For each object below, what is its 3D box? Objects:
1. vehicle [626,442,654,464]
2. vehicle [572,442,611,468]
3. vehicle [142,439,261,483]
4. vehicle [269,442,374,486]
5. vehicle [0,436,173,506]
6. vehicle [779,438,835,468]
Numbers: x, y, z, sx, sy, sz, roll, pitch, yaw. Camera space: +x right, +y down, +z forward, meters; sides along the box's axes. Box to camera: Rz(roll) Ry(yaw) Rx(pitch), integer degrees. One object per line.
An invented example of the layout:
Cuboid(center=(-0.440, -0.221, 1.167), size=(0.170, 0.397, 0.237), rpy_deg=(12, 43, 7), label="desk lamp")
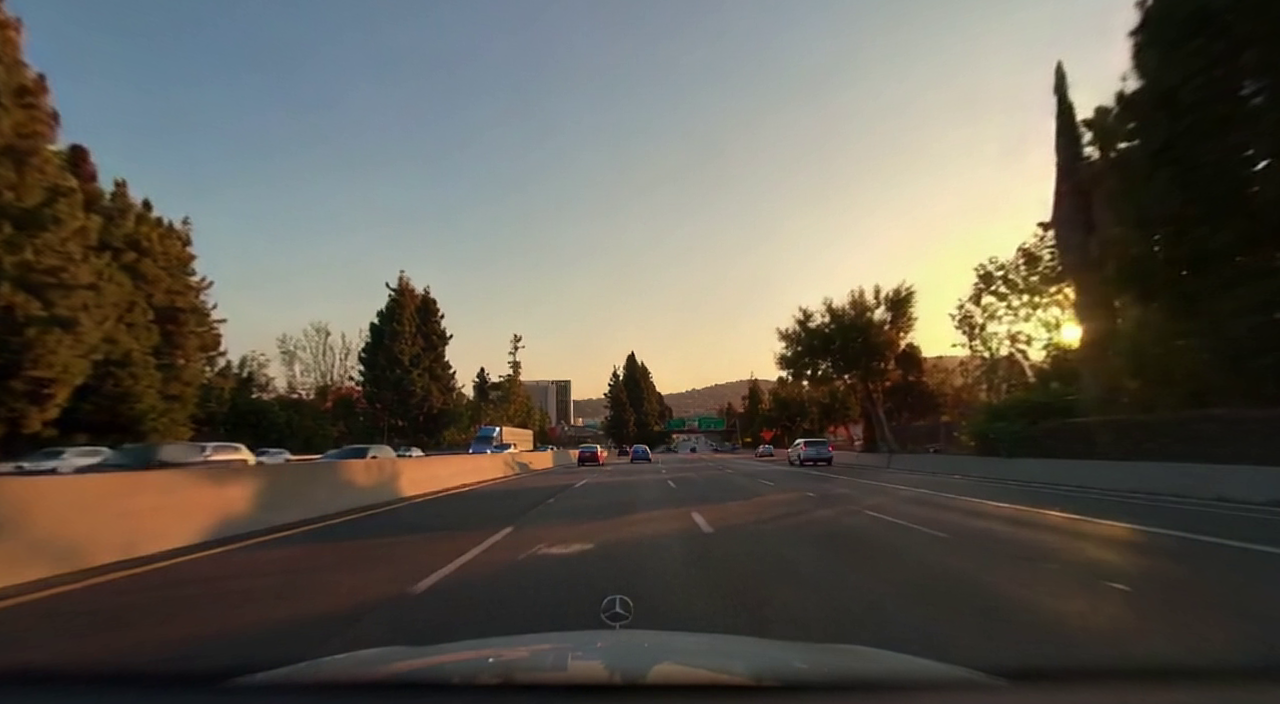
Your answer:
Cuboid(center=(0.009, 7.417, 46.435), size=(1.977, 1.513, 3.546), rpy_deg=(-1, -8, 1), label="vehicle")
Cuboid(center=(-3.150, 6.789, 41.806), size=(2.154, 1.530, 4.519), rpy_deg=(-1, -8, 1), label="vehicle")
Cuboid(center=(-19.330, 4.793, 28.141), size=(1.981, 1.760, 4.557), rpy_deg=(-1, -8, 0), label="vehicle")
Cuboid(center=(-12.804, 4.504, 25.794), size=(2.000, 1.600, 4.430), rpy_deg=(-1, -8, 0), label="vehicle")
Cuboid(center=(-15.996, 3.272, 17.831), size=(2.053, 1.706, 4.602), rpy_deg=(-1, -8, 0), label="vehicle")
Cuboid(center=(10.142, 6.143, 38.685), size=(2.130, 1.703, 4.572), rpy_deg=(-1, -8, 0), label="vehicle")
